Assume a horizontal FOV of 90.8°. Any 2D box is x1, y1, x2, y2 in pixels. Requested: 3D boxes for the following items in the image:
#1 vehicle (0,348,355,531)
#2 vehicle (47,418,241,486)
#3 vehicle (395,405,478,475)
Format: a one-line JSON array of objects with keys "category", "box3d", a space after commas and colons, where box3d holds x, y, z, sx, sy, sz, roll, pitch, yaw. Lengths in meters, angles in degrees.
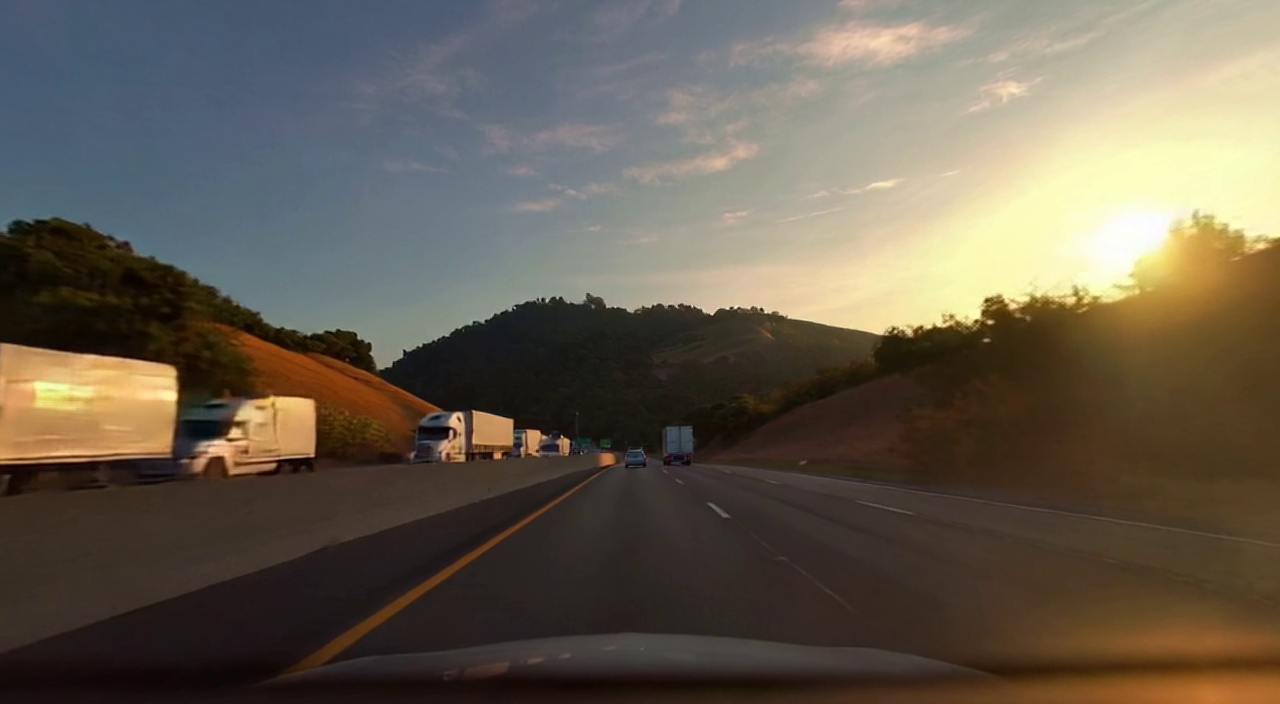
[{"category": "vehicle", "box3d": [-12.754, 2.665, 18.961, 2.668, 3.618, 12.856, 0, -9, -1]}, {"category": "vehicle", "box3d": [-12.717, 2.599, 16.549, 2.082, 1.570, 3.684, 0, -9, -1]}, {"category": "vehicle", "box3d": [-12.426, 5.489, 39.268, 2.951, 3.988, 6.237, 0, -9, 0]}]
